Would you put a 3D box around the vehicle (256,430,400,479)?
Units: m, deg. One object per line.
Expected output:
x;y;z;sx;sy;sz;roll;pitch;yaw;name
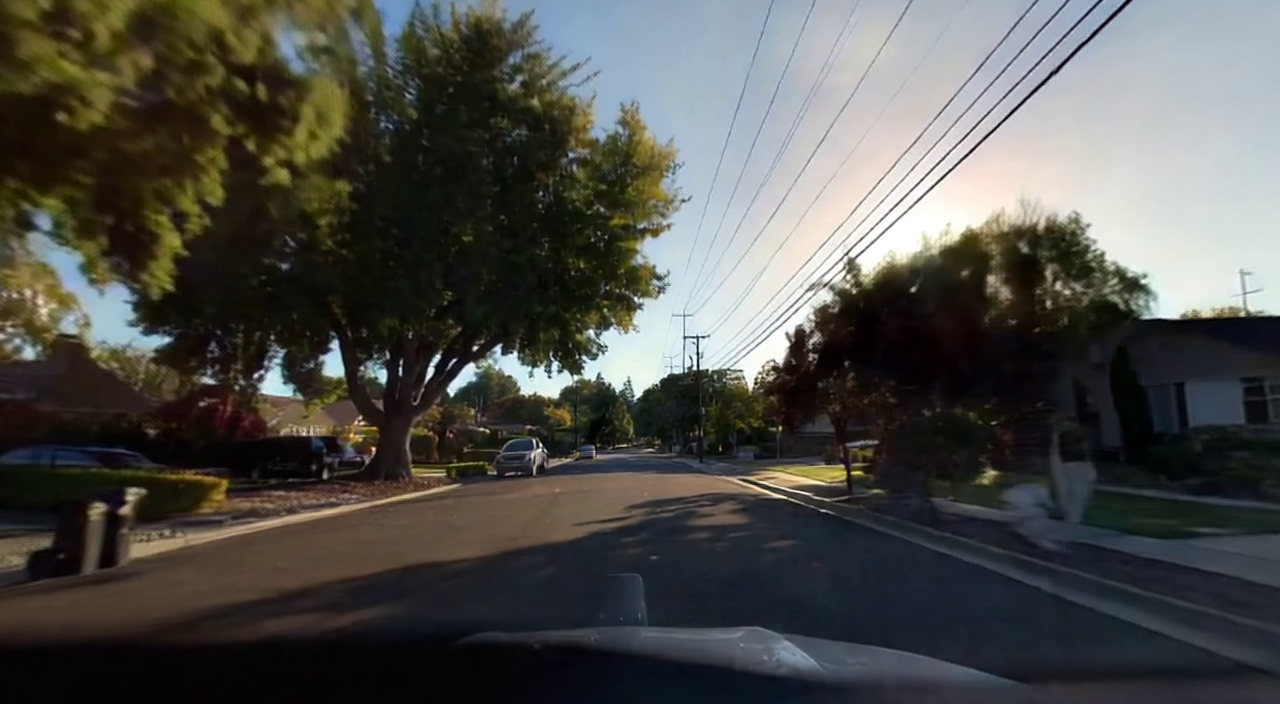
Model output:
-13.293;4.405;27.203;5.033;1.997;2.126;0;-9;-1;vehicle

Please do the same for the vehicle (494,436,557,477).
-6.582;6.154;37.182;2.739;2.164;6.065;-1;-9;-2;vehicle
